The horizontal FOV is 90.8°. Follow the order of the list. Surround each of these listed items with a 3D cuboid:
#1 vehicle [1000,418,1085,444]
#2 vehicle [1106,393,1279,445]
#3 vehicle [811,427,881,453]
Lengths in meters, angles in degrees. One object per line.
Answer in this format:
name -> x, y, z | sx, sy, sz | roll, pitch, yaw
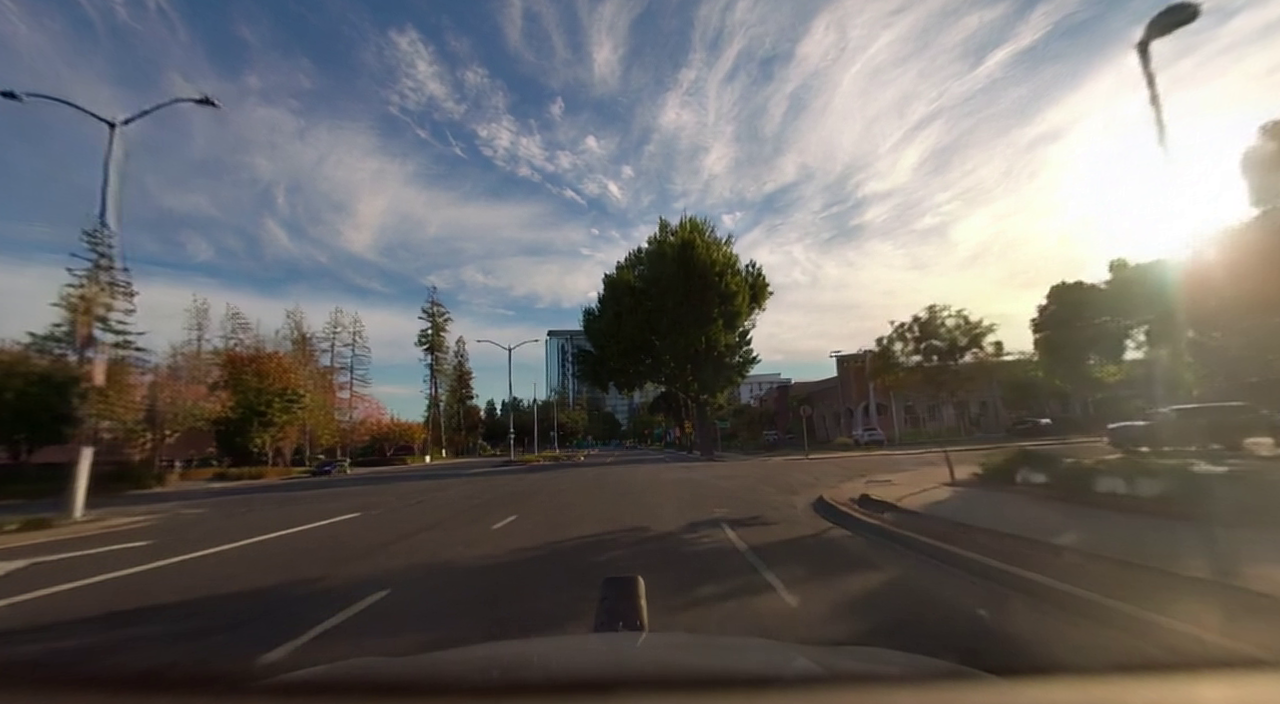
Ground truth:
vehicle -> 30.148, 5.888, 47.423 | 4.934, 1.910, 2.165 | 0, -6, -3
vehicle -> 22.207, 2.689, 25.328 | 5.135, 1.964, 2.402 | 0, -6, 0
vehicle -> 15.182, 6.506, 46.640 | 4.268, 1.589, 2.156 | -2, -10, -6
